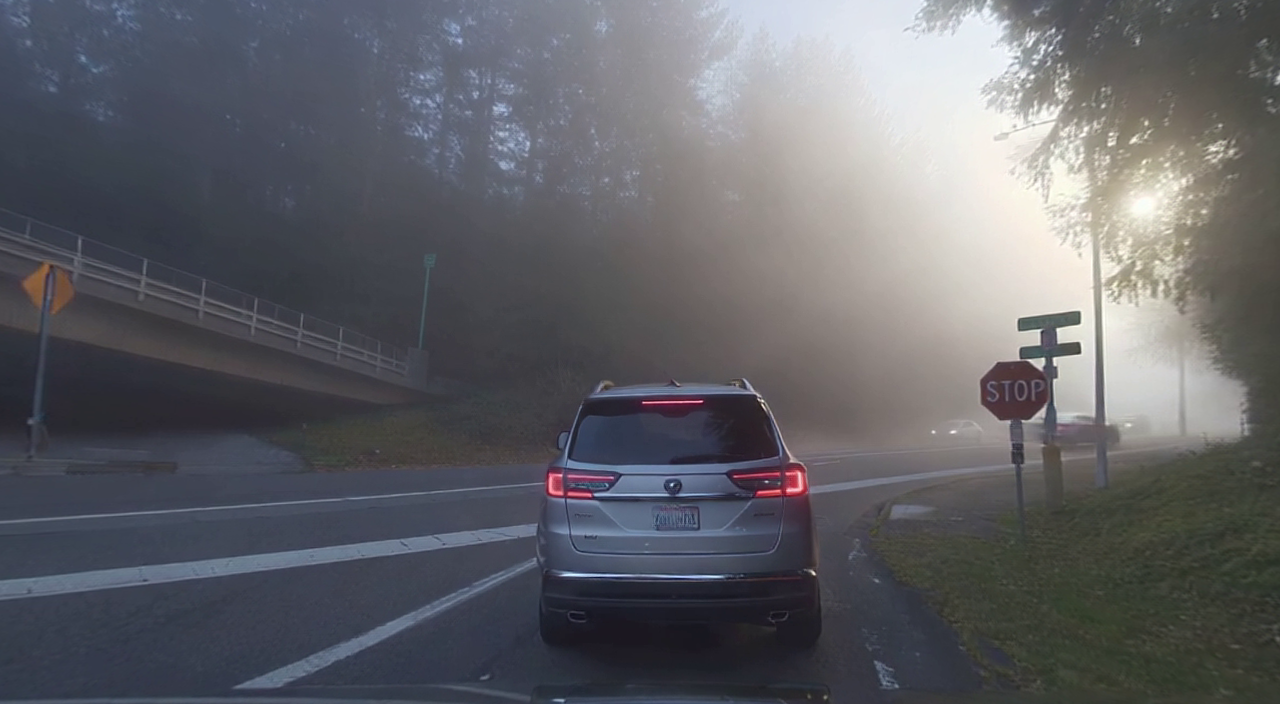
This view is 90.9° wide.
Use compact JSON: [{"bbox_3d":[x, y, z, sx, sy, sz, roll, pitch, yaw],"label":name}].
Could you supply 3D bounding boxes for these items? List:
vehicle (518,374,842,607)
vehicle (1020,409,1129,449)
[{"bbox_3d":[0.307,1.398,7.133,2.494,1.804,4.336,0,-9,0],"label":"vehicle"},{"bbox_3d":[21.488,3.861,31.178,5.166,1.791,2.131,4,-10,-27],"label":"vehicle"}]
